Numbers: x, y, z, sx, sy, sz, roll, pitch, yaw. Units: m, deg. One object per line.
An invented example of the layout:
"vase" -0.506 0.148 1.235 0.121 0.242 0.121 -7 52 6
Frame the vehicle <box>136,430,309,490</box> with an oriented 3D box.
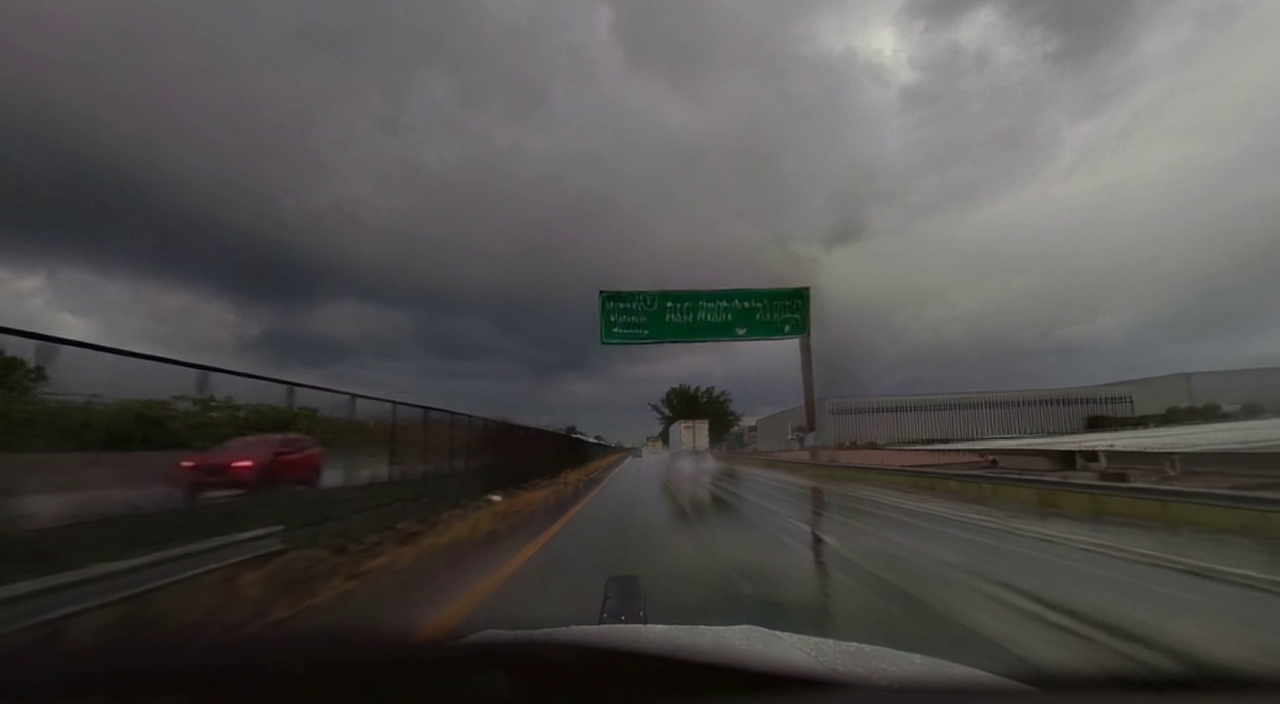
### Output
"vehicle" -12.116 3.174 18.798 1.914 1.562 4.690 0 -9 0
